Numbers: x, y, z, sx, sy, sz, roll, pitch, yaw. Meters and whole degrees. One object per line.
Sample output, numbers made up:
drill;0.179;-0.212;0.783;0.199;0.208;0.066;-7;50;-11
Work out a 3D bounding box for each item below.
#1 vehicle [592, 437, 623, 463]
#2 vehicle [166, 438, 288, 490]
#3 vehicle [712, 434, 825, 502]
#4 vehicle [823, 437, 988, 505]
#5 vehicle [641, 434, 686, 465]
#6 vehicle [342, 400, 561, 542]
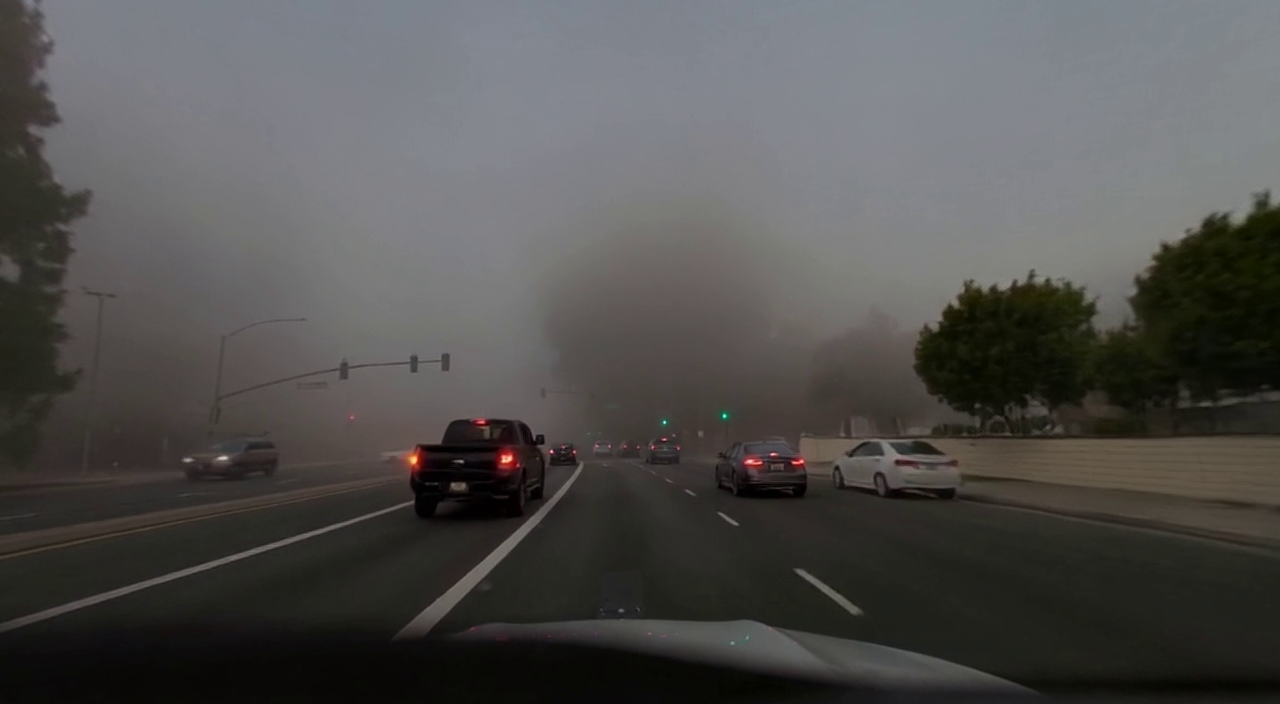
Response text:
vehicle;-2.515;7.451;48.248;2.164;1.867;4.254;0;-8;-6
vehicle;-17.725;4.773;27.547;2.292;1.990;5.714;1;-8;-10
vehicle;3.138;2.913;16.333;1.870;1.491;4.009;0;-8;-3
vehicle;6.561;2.960;16.320;1.989;1.459;4.700;0;-8;-3
vehicle;1.517;6.653;43.453;2.391;1.960;5.600;0;-8;-5
vehicle;-3.015;2.117;12.033;2.354;1.948;6.355;0;-8;-1
